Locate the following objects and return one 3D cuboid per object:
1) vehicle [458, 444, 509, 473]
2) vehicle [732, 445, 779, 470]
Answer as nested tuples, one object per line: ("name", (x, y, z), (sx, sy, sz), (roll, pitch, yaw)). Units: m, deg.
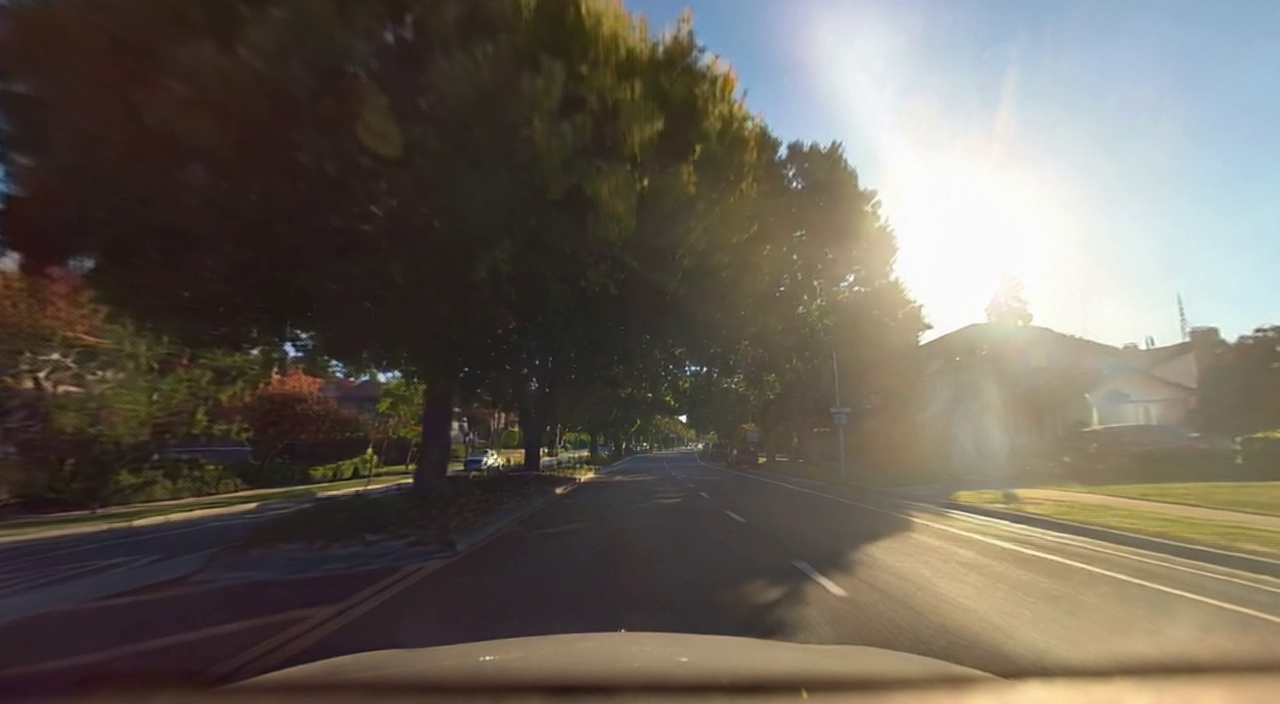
("vehicle", (-10.664, 7.261, 43.328), (2.095, 1.815, 4.726), (-1, -8, 3))
("vehicle", (6.866, 6.311, 38.000), (1.946, 1.404, 4.609), (0, -8, 0))
